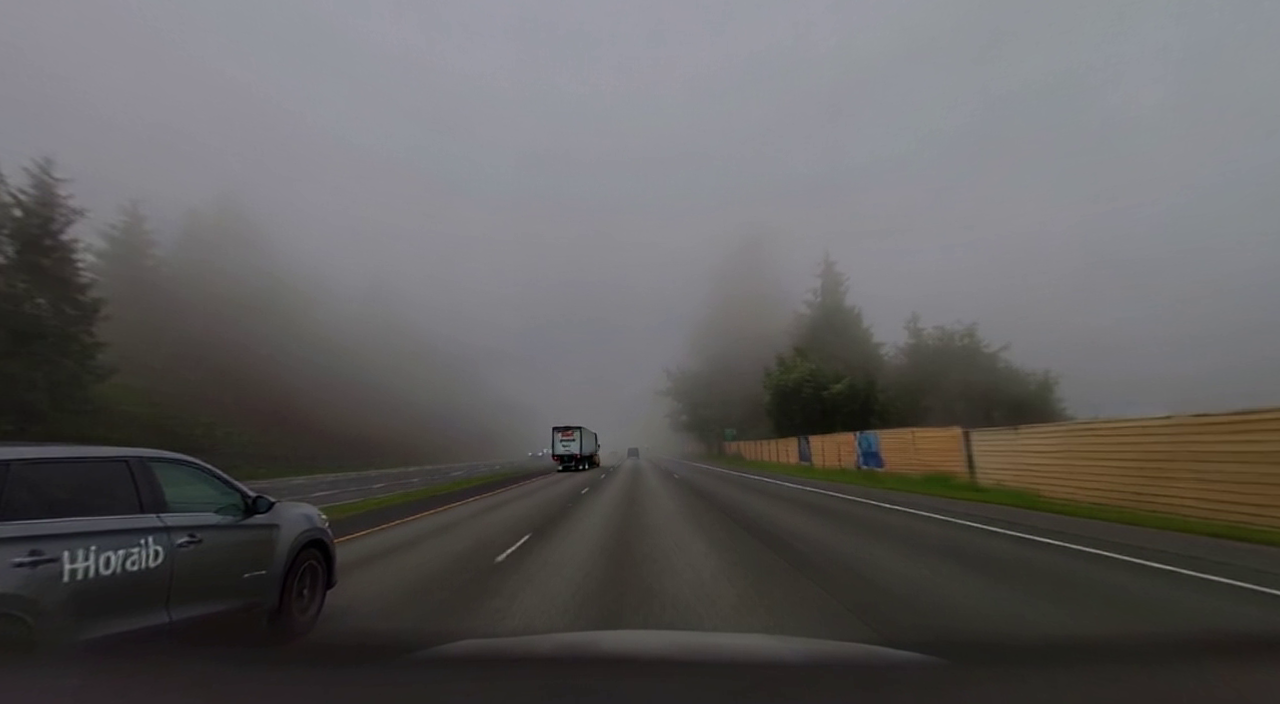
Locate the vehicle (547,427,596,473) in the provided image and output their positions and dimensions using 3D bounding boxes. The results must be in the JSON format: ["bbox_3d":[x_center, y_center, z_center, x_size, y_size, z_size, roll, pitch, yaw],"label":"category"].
[{"bbox_3d":[-3.986,5.820,37.476,2.305,2.517,5.486,0,-9,0],"label":"vehicle"}]
